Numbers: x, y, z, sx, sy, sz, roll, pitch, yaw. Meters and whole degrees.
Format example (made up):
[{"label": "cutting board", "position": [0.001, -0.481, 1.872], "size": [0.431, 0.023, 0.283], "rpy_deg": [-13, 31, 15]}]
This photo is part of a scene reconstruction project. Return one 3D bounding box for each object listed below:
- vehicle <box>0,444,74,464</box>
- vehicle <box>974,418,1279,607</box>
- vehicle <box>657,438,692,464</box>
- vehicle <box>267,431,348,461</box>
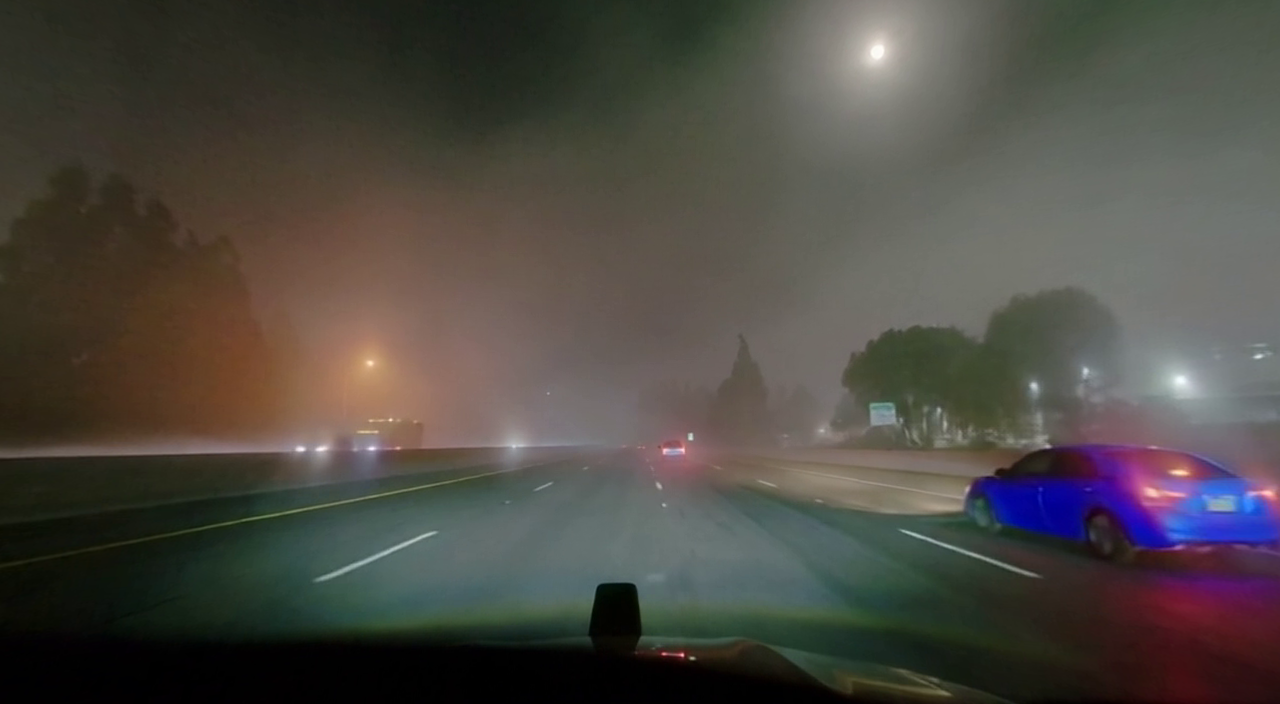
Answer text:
[{"label": "vehicle", "position": [-46.898, 7.820, 48.632], "size": [1.897, 1.465, 4.751], "rpy_deg": [-1, -9, 5]}, {"label": "vehicle", "position": [6.219, 1.651, 7.457], "size": [2.029, 1.528, 4.644], "rpy_deg": [0, -9, 0]}, {"label": "vehicle", "position": [2.380, 6.909, 44.214], "size": [2.127, 1.692, 4.382], "rpy_deg": [0, -9, -1]}, {"label": "vehicle", "position": [-18.445, 5.251, 35.326], "size": [1.969, 1.537, 4.574], "rpy_deg": [0, -9, 1]}]
